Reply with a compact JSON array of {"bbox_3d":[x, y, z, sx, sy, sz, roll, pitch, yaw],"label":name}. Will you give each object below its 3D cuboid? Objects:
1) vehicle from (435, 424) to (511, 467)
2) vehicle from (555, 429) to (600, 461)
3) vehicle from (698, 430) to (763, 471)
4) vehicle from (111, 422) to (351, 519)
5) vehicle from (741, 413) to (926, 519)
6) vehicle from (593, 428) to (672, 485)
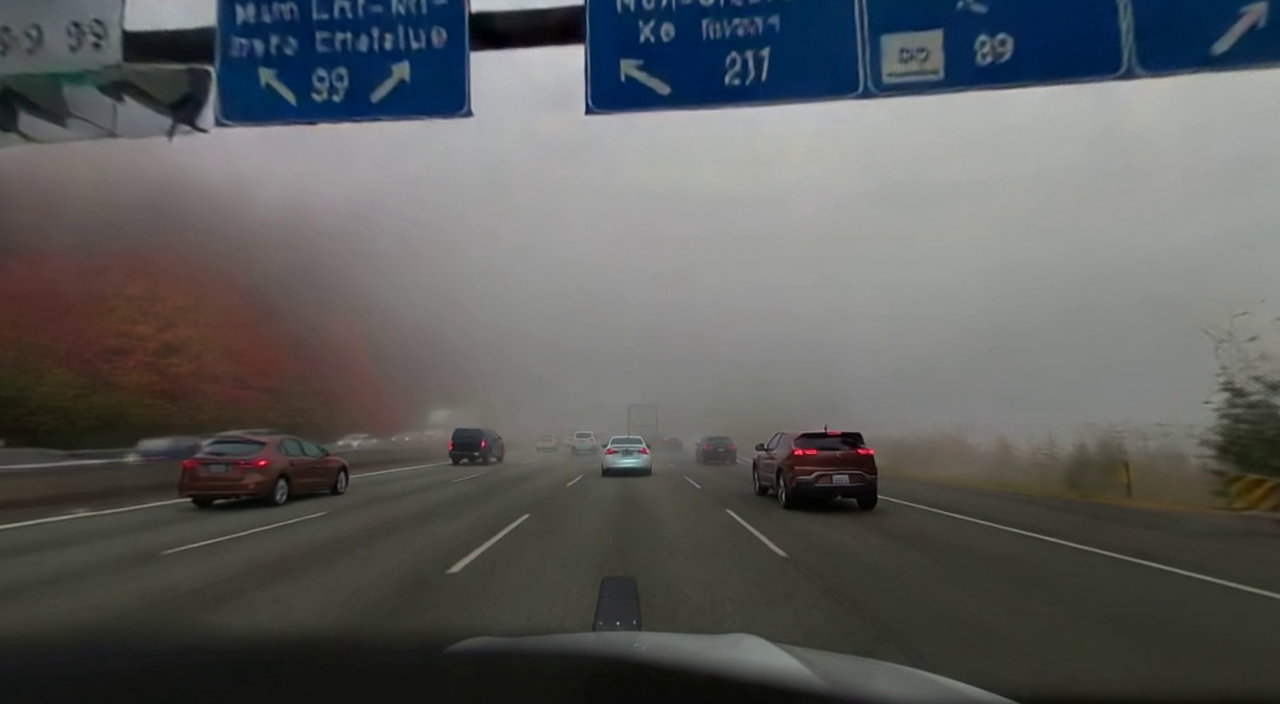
[{"bbox_3d":[-7.459,4.247,28.659,2.117,1.779,4.745,0,-8,1],"label":"vehicle"},{"bbox_3d":[-3.550,5.348,36.327,2.064,1.672,4.277,0,-8,1],"label":"vehicle"},{"bbox_3d":[3.584,3.986,25.719,1.972,1.516,4.514,0,-8,0],"label":"vehicle"},{"bbox_3d":[-7.471,2.166,12.085,1.934,1.526,3.966,0,-8,0],"label":"vehicle"},{"bbox_3d":[3.400,2.089,12.108,2.095,1.650,4.331,0,-8,-1],"label":"vehicle"},{"bbox_3d":[-0.216,3.094,19.075,2.111,1.494,4.364,0,-8,-1],"label":"vehicle"}]
